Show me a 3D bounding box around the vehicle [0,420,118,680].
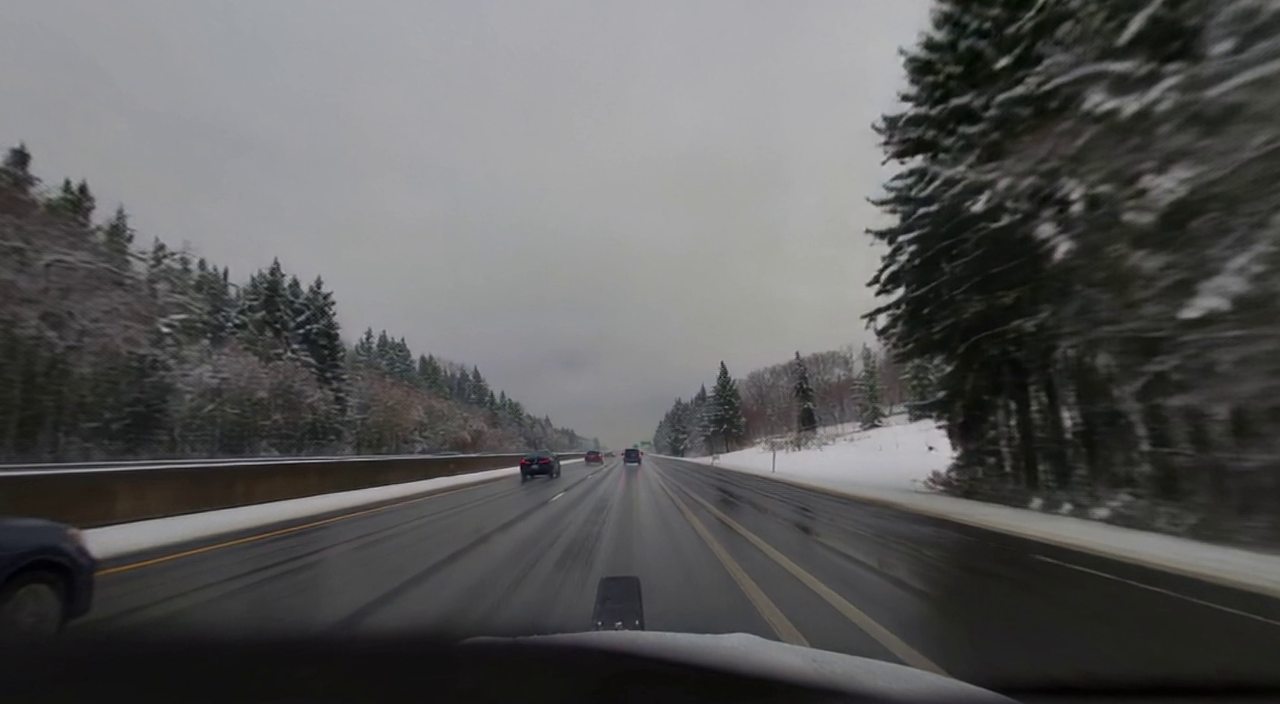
[{"bbox_3d":[-4.687,0.955,2.305,1.838,1.508,4.317,0,-9,0],"label":"vehicle"}]

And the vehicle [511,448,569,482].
[{"bbox_3d":[-4.706,5.360,30.260,2.052,1.468,4.390,0,-9,0],"label":"vehicle"}]

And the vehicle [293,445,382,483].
[{"bbox_3d":[-13.071,4.857,27.595,1.741,1.507,4.346,0,-9,0],"label":"vehicle"}]

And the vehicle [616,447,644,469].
[{"bbox_3d":[-0.820,8.215,48.859,2.070,1.603,4.806,0,-9,-2],"label":"vehicle"}]
